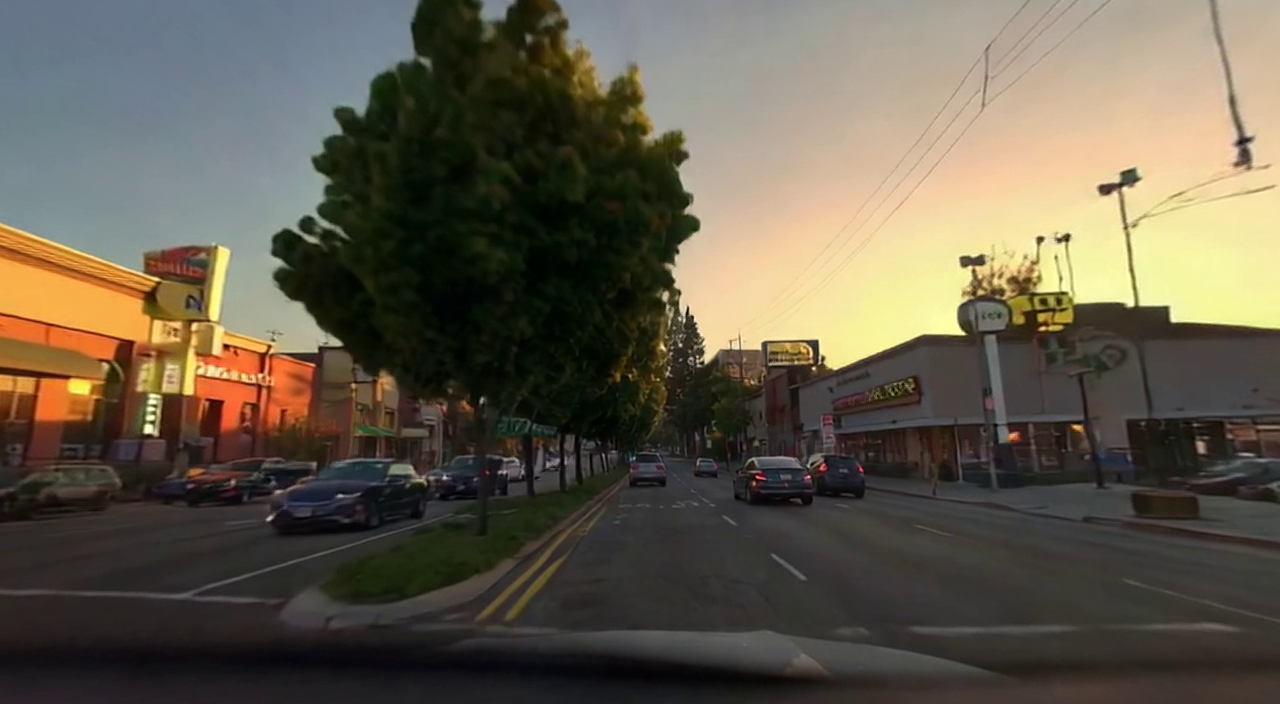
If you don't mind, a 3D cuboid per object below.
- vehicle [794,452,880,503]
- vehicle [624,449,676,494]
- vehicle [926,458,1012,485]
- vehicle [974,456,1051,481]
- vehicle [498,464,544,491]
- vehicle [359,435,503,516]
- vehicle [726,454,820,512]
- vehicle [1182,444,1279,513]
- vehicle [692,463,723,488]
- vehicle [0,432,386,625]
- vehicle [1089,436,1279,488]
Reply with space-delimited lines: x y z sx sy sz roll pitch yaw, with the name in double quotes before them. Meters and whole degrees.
"vehicle" 7.592 4.841 24.835 2.040 1.738 4.414 0 -8 1
"vehicle" 0.508 5.486 29.328 2.210 1.861 4.280 0 -8 2
"vehicle" 22.635 8.230 43.528 4.718 1.628 2.008 -3 -9 5
"vehicle" 29.075 9.114 49.354 4.538 1.836 2.180 0 -9 2
"vehicle" -7.899 8.368 42.310 1.906 1.519 4.797 0 -8 2
"vehicle" -5.103 3.058 16.146 2.180 1.646 4.467 -3 -9 0
"vehicle" 3.929 3.923 19.444 1.963 1.484 4.609 0 -8 1
"vehicle" 16.480 3.266 16.747 4.595 1.523 2.293 6 -10 -39
"vehicle" 5.316 9.768 49.993 2.036 1.719 4.318 0 -8 1
"vehicle" -5.083 1.835 7.826 2.041 1.494 4.647 -2 -6 -1
"vehicle" 20.908 4.293 24.526 5.333 1.796 2.333 -8 -12 36
